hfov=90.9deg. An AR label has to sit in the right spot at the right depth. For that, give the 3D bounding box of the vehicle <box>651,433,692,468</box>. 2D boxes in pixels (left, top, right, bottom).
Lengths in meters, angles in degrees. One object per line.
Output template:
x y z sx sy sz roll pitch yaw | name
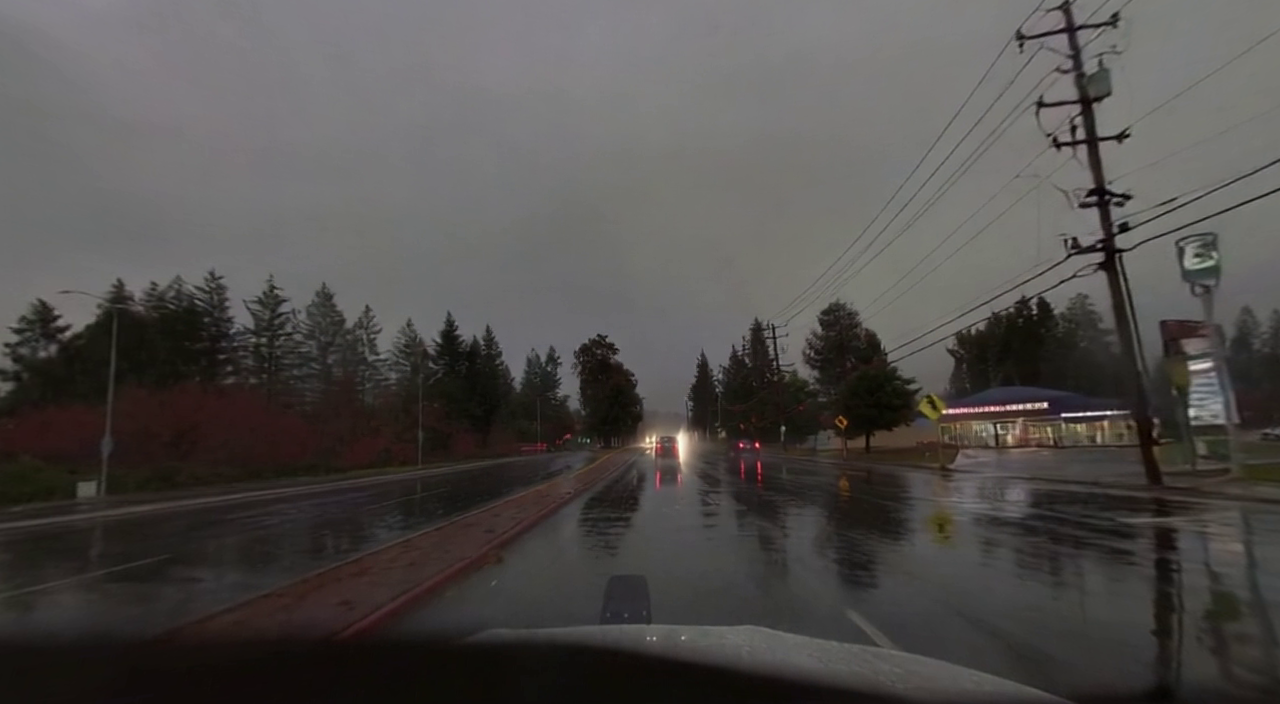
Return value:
1.709 5.615 36.115 2.141 1.842 4.889 0 -8 0 | vehicle

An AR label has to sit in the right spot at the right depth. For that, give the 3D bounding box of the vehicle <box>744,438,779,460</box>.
8.765 7.061 45.900 1.760 1.481 4.161 0 -8 0 | vehicle
